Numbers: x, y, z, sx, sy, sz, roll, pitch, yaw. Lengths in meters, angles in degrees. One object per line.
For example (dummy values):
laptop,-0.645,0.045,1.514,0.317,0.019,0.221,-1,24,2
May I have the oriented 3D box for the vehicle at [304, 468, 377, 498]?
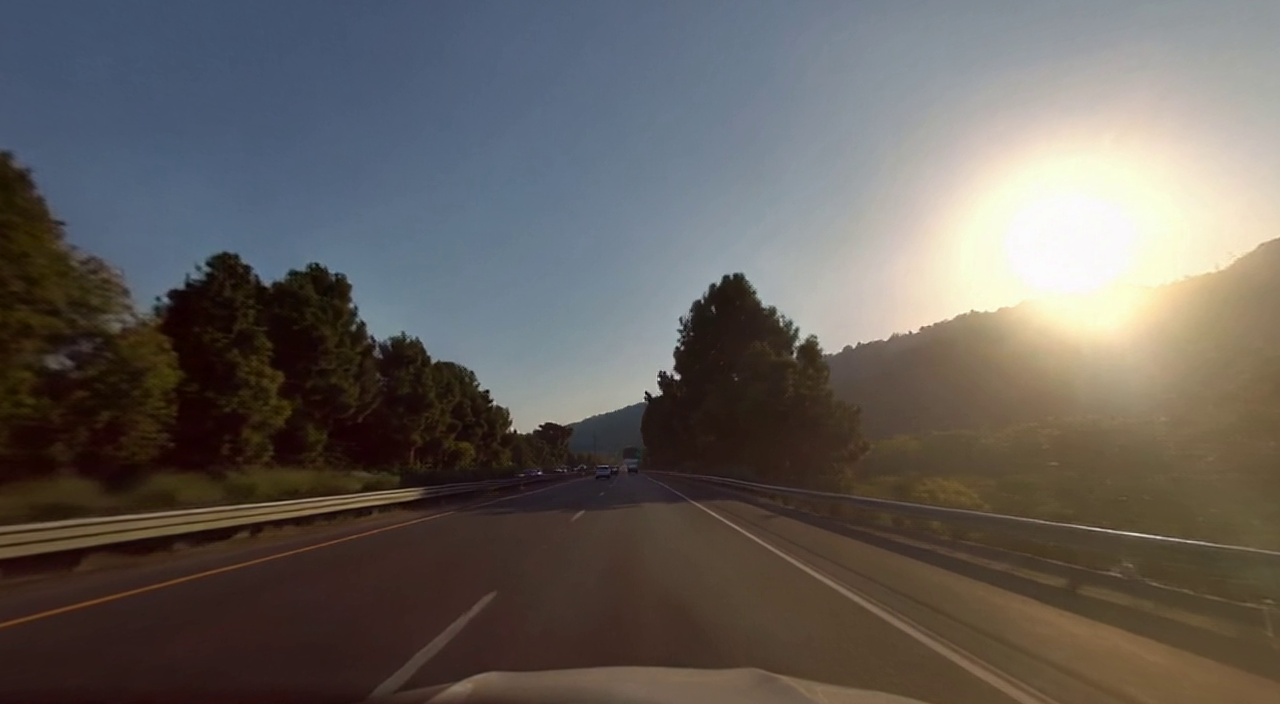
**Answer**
vehicle,-15.842,6.956,33.629,1.839,1.472,4.131,1,-10,0
